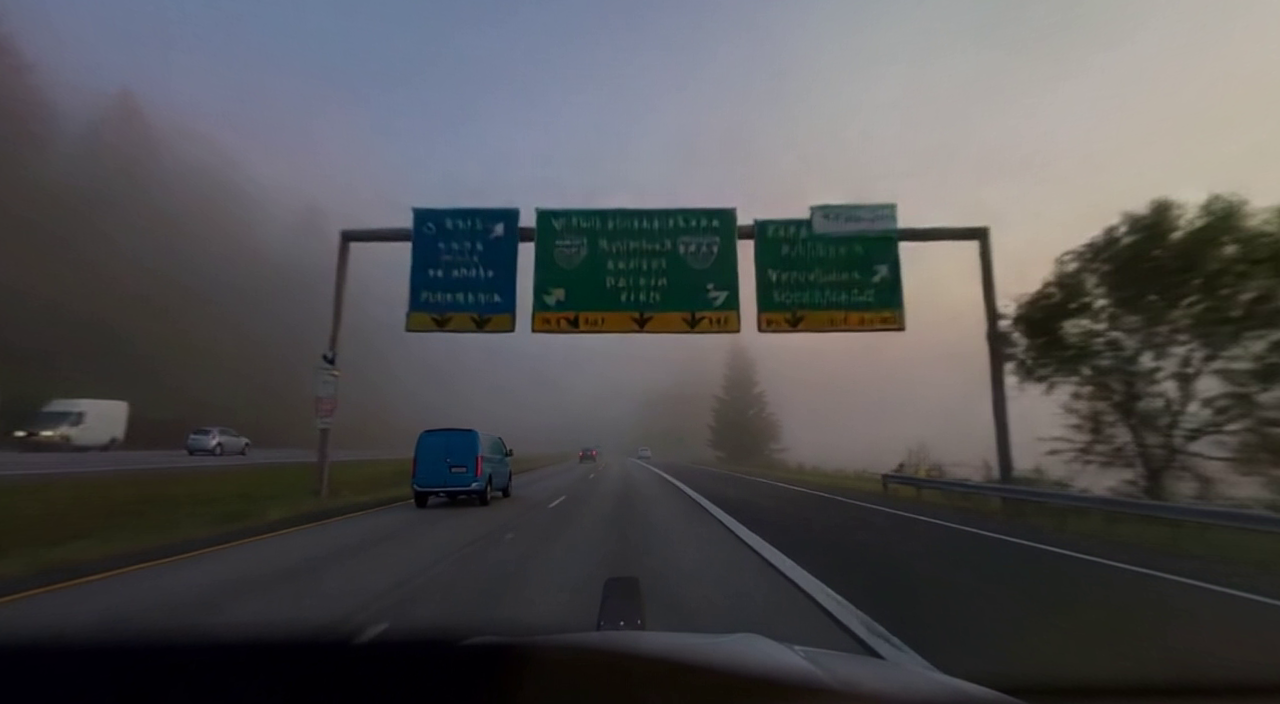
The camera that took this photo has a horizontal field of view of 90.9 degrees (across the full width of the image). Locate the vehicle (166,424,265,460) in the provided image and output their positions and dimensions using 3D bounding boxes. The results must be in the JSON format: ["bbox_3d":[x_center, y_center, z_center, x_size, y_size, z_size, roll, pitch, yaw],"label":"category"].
[{"bbox_3d":[-18.925,4.072,28.288,1.879,1.492,3.607,0,-9,0],"label":"vehicle"}]

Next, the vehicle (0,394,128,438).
[{"bbox_3d":[-37.219,4.279,41.071,2.464,2.547,6.178,0,-9,-1],"label":"vehicle"}]

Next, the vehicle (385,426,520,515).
[{"bbox_3d":[-4.224,2.742,15.024,1.971,1.795,4.389,0,-9,-2],"label":"vehicle"}]
